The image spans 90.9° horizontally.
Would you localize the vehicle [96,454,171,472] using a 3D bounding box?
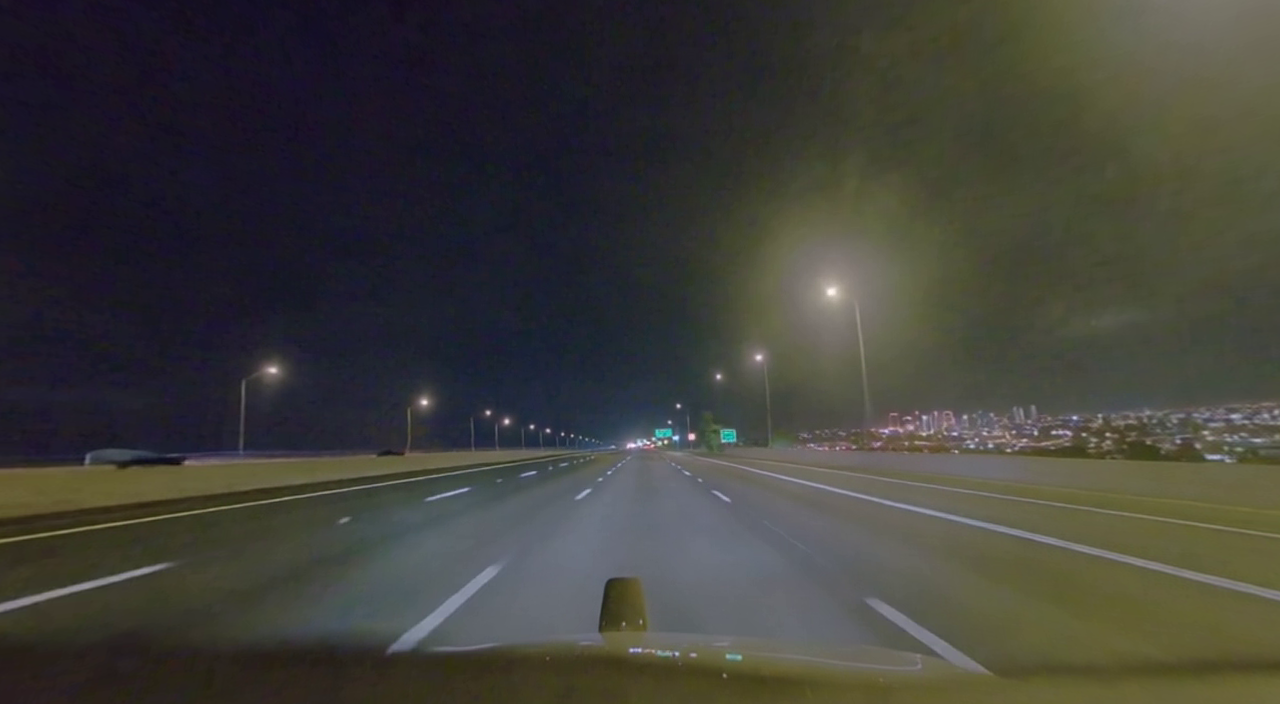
[{"bbox_3d":[-28.660,6.293,35.793,1.784,0.941,2.965,0,-8,0],"label":"vehicle"}]
